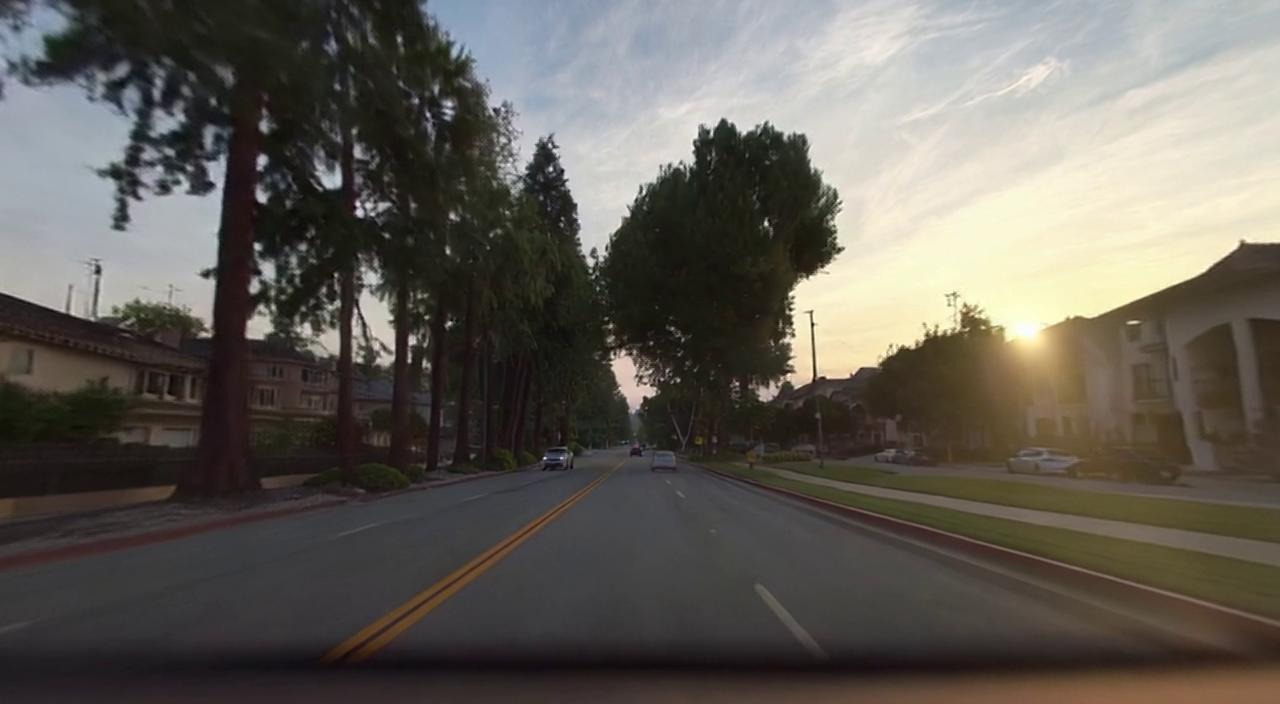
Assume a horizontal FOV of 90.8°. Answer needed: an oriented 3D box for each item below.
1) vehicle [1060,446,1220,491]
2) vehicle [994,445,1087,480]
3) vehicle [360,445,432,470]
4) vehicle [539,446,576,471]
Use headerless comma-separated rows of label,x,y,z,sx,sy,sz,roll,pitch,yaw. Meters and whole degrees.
vehicle,18.205,4.249,23.389,1.813,1.464,4.925,0,-9,-1
vehicle,18.649,5.138,29.622,1.755,1.521,3.968,0,-9,0
vehicle,-16.529,7.123,42.877,4.045,1.622,1.983,-1,-9,4
vehicle,-6.323,8.191,48.735,2.108,1.793,4.864,0,-9,1
